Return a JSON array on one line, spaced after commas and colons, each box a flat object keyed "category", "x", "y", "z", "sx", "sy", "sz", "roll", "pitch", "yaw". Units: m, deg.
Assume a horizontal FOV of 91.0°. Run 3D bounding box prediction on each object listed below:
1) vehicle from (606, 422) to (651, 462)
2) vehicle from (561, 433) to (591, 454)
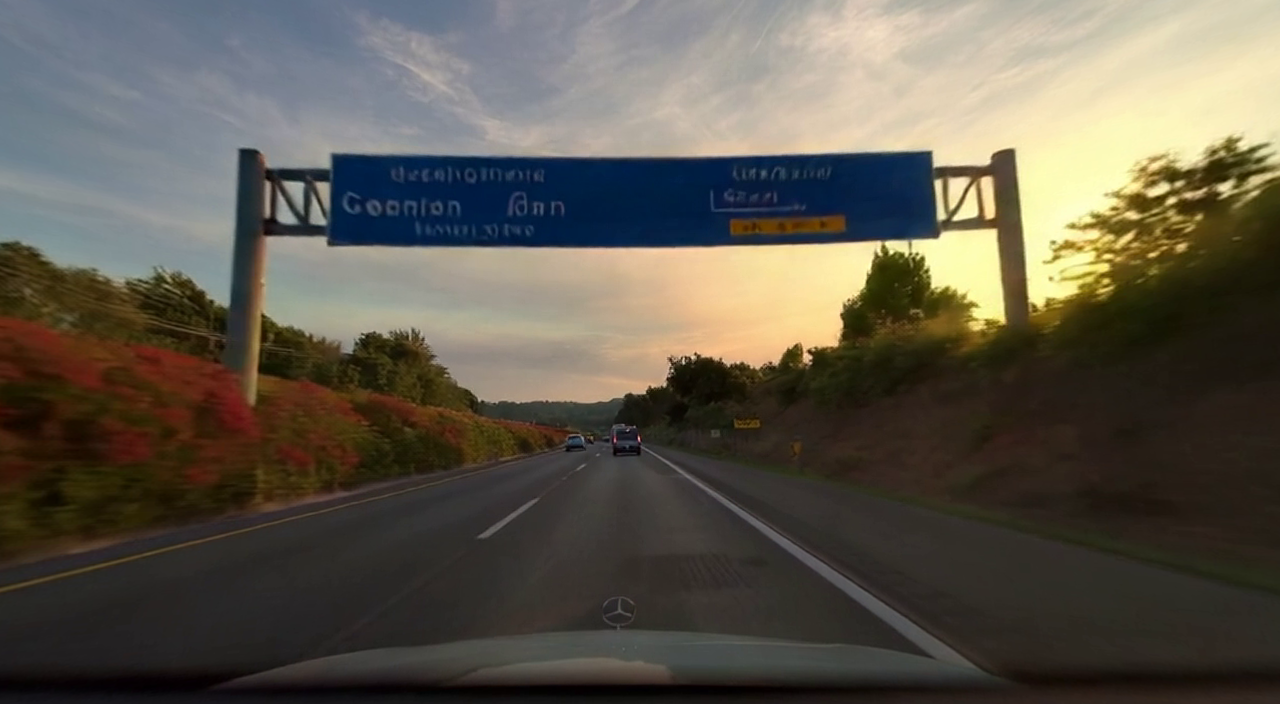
[{"category": "vehicle", "x": -0.630, "y": 4.805, "z": 33.565, "sx": 2.223, "sy": 1.957, "sz": 4.416, "roll": 0, "pitch": -8, "yaw": -1}, {"category": "vehicle", "x": -4.985, "y": 7.197, "z": 49.440, "sx": 2.062, "sy": 1.567, "sz": 4.117, "roll": 0, "pitch": -8, "yaw": -2}]
